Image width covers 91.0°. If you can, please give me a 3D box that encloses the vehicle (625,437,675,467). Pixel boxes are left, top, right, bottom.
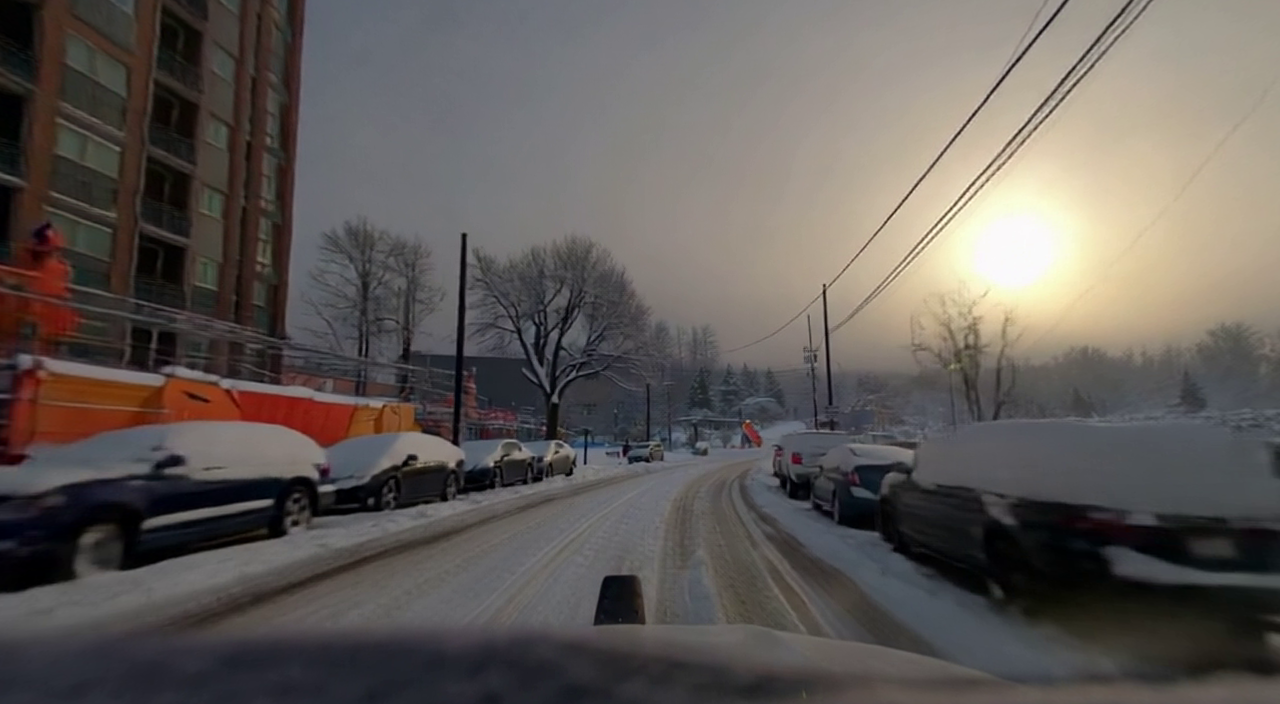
[{"bbox_3d":[0.749,6.686,42.159,1.953,1.871,4.712,-3,-9,19],"label":"vehicle"}]

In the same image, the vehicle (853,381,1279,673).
[{"bbox_3d":[3.884,1.447,6.429,2.084,1.804,4.882,-1,-9,5],"label":"vehicle"}]

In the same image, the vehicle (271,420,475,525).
[{"bbox_3d":[-5.558,2.565,14.016,1.976,1.886,4.831,-1,-9,6],"label":"vehicle"}]

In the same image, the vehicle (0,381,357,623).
[{"bbox_3d":[-5.910,1.539,7.392,2.194,1.861,5.725,-1,-9,4],"label":"vehicle"}]
